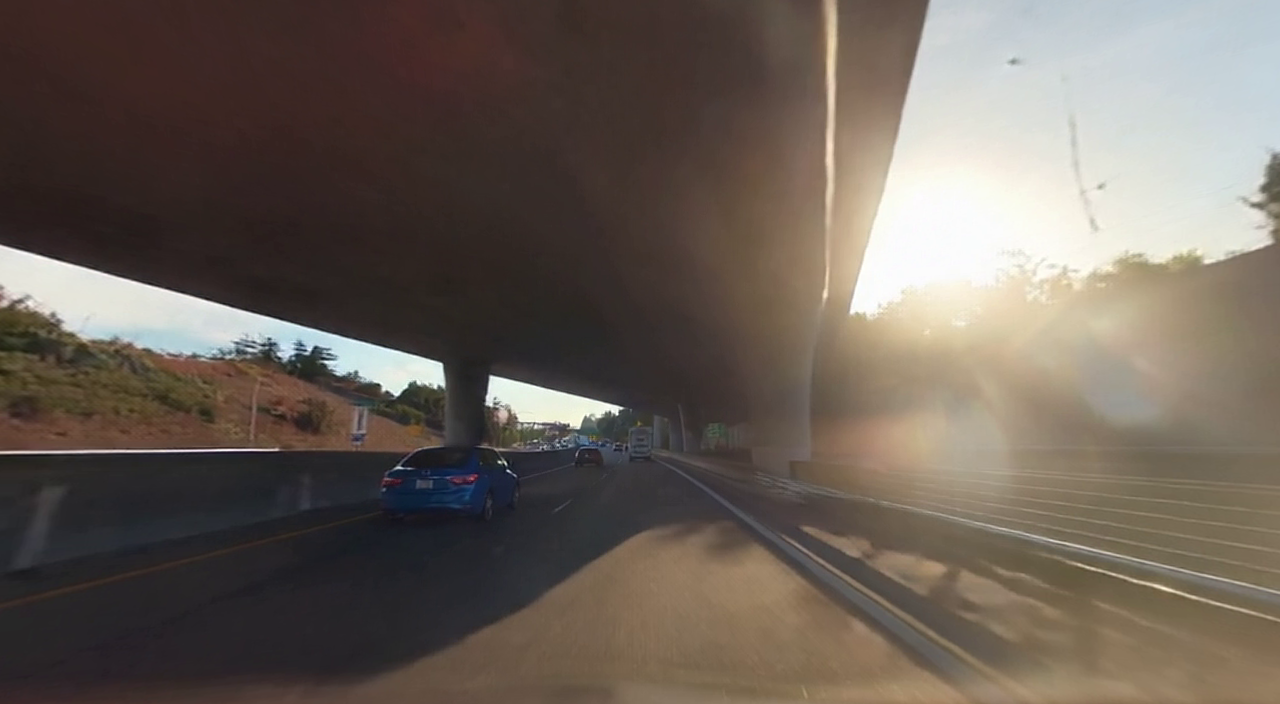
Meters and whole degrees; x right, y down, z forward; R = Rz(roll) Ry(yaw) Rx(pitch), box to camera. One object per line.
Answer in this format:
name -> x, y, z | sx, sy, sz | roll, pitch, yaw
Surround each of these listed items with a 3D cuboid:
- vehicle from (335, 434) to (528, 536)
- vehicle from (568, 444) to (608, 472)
vehicle -> -3.556, 2.357, 11.832 | 2.012, 1.510, 4.672 | 0, -9, 0
vehicle -> -2.957, 6.121, 36.543 | 1.965, 1.459, 4.145 | 0, -9, -1
